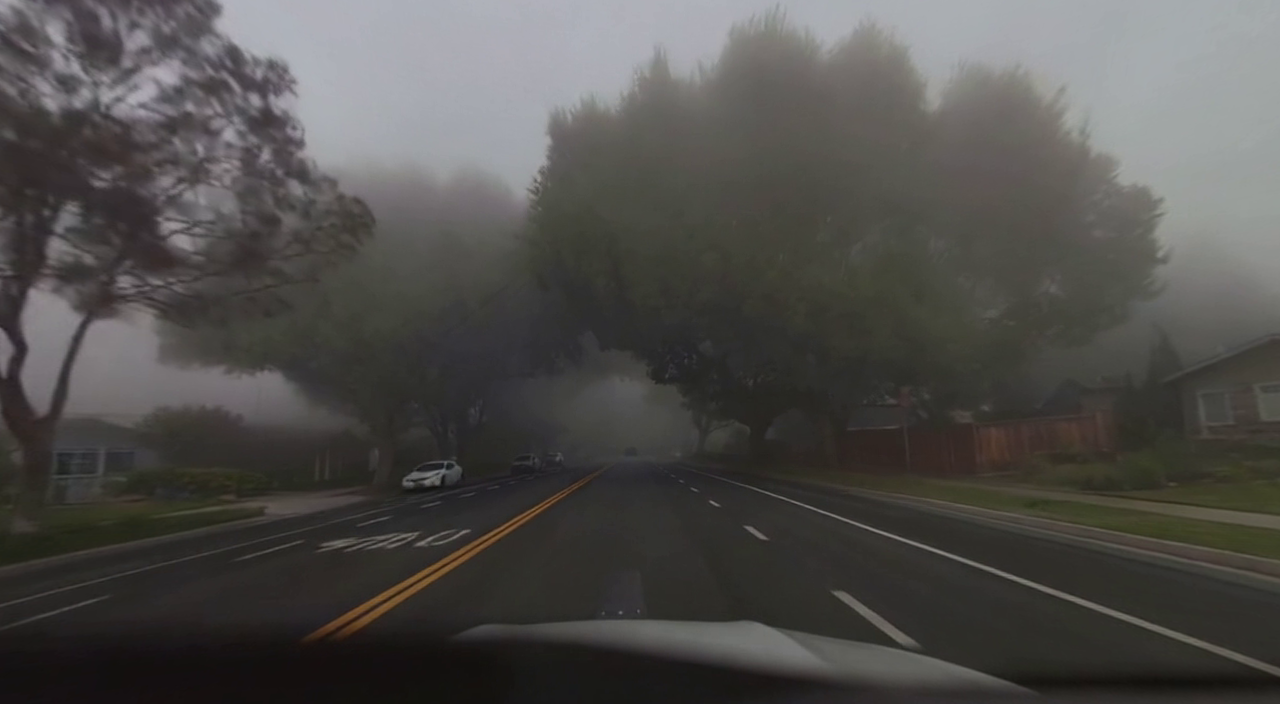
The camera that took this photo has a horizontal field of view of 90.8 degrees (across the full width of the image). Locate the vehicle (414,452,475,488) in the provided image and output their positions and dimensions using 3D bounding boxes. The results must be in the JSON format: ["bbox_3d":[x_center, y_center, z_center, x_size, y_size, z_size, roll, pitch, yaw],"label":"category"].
[{"bbox_3d":[-10.762,6.480,35.099,1.989,1.610,4.337,-5,-8,-1],"label":"vehicle"}]

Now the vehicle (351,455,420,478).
[{"bbox_3d":[-18.993,8.560,47.286,4.310,1.690,1.848,1,-9,-3],"label":"vehicle"}]
